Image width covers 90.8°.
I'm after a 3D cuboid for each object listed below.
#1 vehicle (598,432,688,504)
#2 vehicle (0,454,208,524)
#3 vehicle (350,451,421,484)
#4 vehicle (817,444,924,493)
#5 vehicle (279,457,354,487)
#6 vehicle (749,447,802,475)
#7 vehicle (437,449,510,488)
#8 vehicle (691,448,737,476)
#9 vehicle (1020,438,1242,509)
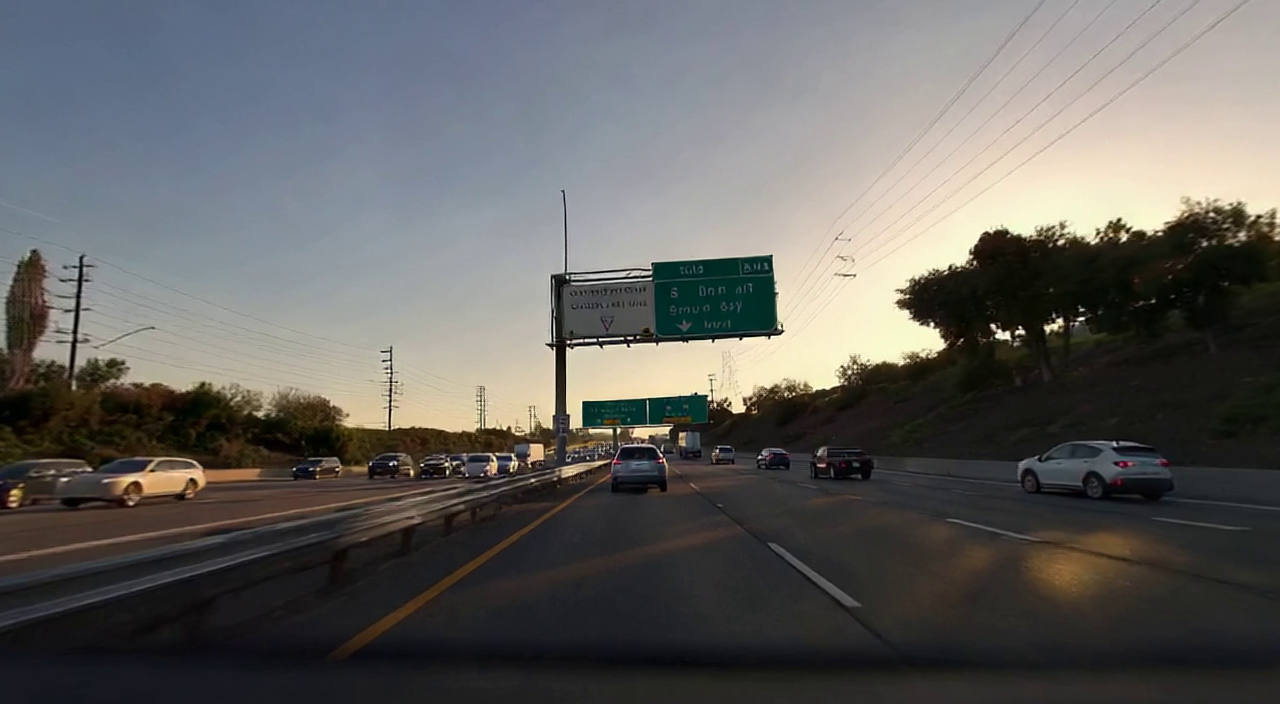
[{"bbox_3d":[0.073,3.292,18.368,2.298,1.809,4.359,0,-9,0],"label":"vehicle"},{"bbox_3d":[-13.864,3.410,16.363,1.938,1.468,4.656,0,-9,2],"label":"vehicle"},{"bbox_3d":[-14.518,6.582,36.357,2.032,1.721,4.683,0,-9,1],"label":"vehicle"},{"bbox_3d":[7.564,3.843,21.216,1.958,1.473,4.201,0,-9,0],"label":"vehicle"},{"bbox_3d":[-17.526,6.488,34.447,1.752,1.449,4.321,0,-9,1],"label":"vehicle"},{"bbox_3d":[7.549,6.127,35.651,1.934,1.461,4.368,0,-9,-1],"label":"vehicle"},{"bbox_3d":[-7.442,5.243,28.764,2.004,1.596,4.520,0,-9,2],"label":"vehicle"},{"bbox_3d":[4.233,6.331,36.676,2.115,1.481,3.968,0,-9,-1],"label":"vehicle"},{"bbox_3d":[11.802,2.918,15.708,1.901,1.485,4.483,0,-9,0],"label":"vehicle"}]
